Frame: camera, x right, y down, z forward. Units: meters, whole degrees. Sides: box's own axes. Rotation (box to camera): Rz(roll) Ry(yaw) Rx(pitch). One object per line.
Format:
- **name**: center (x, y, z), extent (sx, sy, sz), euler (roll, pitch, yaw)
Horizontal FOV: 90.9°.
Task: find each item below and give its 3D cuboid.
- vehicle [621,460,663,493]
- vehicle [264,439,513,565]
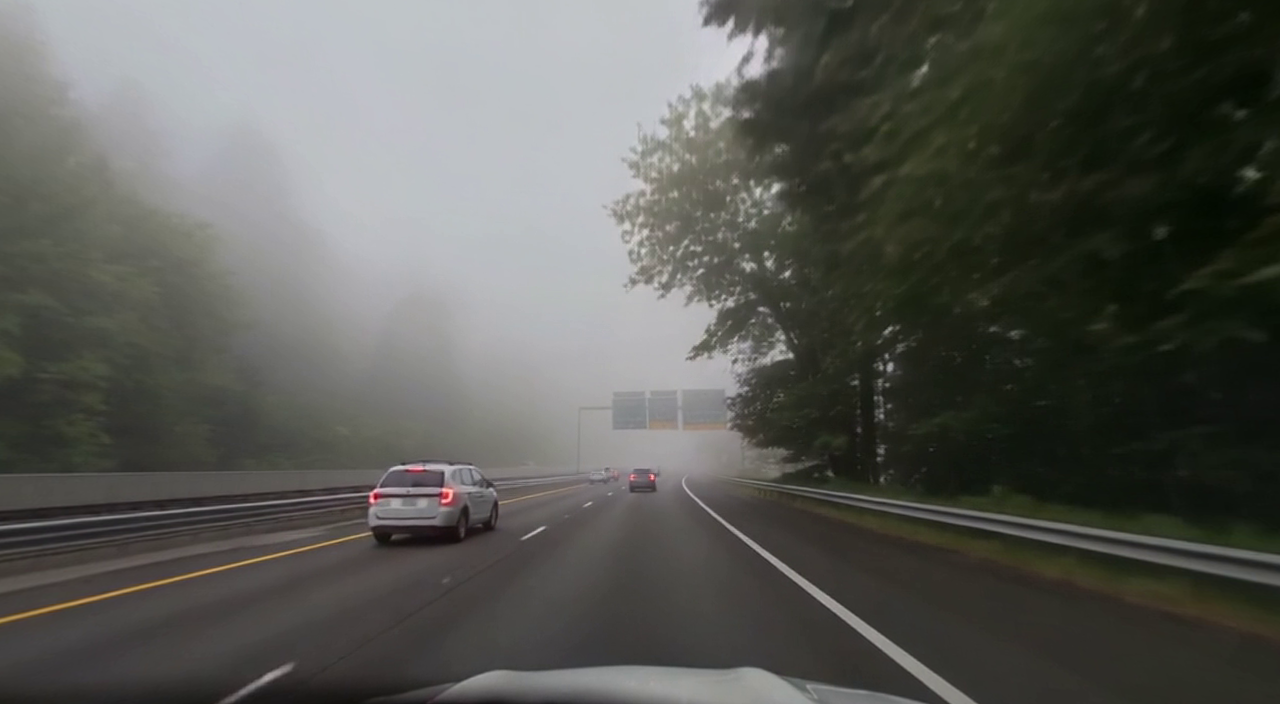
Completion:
- **vehicle**: center (0.181, 6.705, 34.015), extent (2.000, 1.594, 3.996), euler (1, -10, 4)
- **vehicle**: center (-3.734, 2.376, 10.548), extent (2.063, 1.556, 4.740), euler (1, -10, 2)
